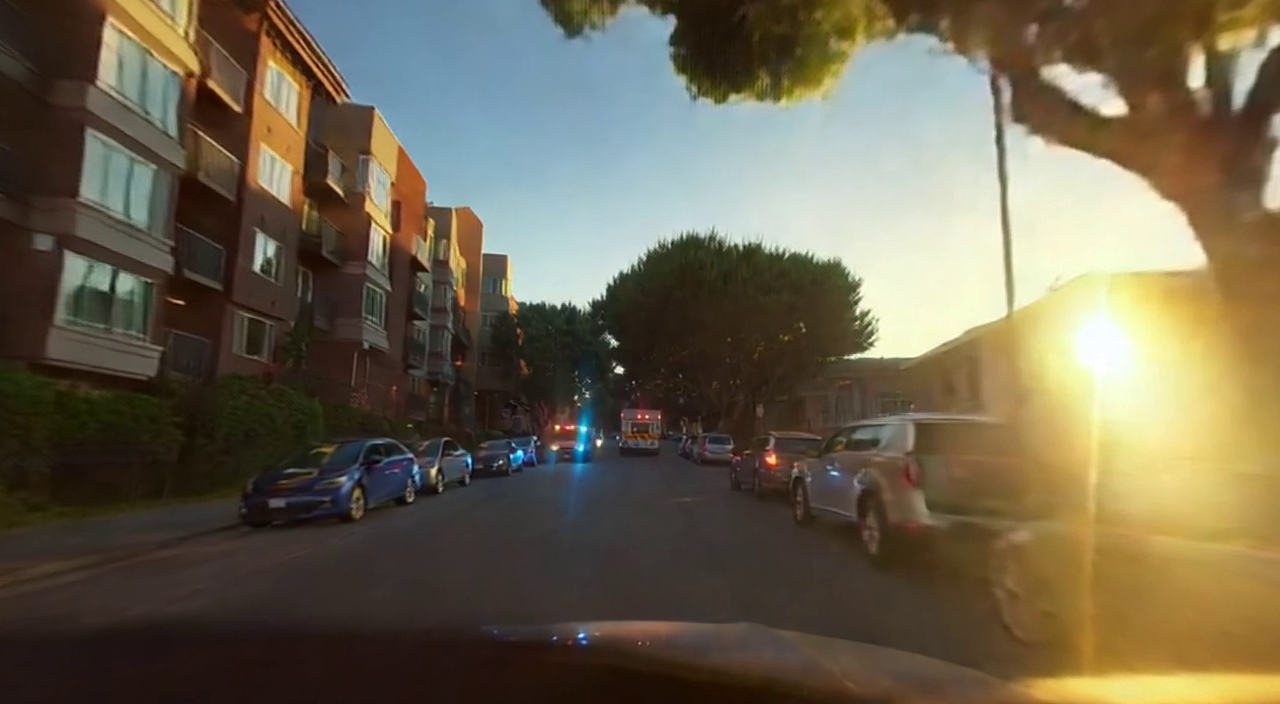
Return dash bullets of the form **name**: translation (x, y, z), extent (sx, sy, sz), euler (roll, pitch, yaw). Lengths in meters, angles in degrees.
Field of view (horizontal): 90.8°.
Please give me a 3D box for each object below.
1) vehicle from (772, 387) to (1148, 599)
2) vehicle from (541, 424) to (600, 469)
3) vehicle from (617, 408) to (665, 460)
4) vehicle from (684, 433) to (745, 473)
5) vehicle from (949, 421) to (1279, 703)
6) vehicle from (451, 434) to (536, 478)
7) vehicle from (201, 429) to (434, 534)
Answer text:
- **vehicle**: translation (3.329, 1.554, 7.991), extent (2.188, 1.810, 4.709), euler (2, -8, -2)
- **vehicle**: translation (-2.938, 4.076, 27.557), extent (2.029, 1.802, 4.229), euler (0, -7, 1)
- **vehicle**: translation (-0.078, 5.260, 40.547), extent (2.754, 3.008, 7.730), euler (0, -8, -2)
- **vehicle**: translation (3.311, 4.526, 28.802), extent (2.035, 1.549, 4.373), euler (4, -8, -2)
- **vehicle**: translation (3.386, 1.055, 2.709), extent (1.913, 1.434, 4.408), euler (2, -7, 0)
- **vehicle**: translation (-5.293, 3.799, 23.561), extent (2.047, 1.471, 4.647), euler (0, -7, 0)
- **vehicle**: translation (-5.406, 2.167, 11.378), extent (1.921, 1.482, 4.280), euler (-1, -7, 0)
